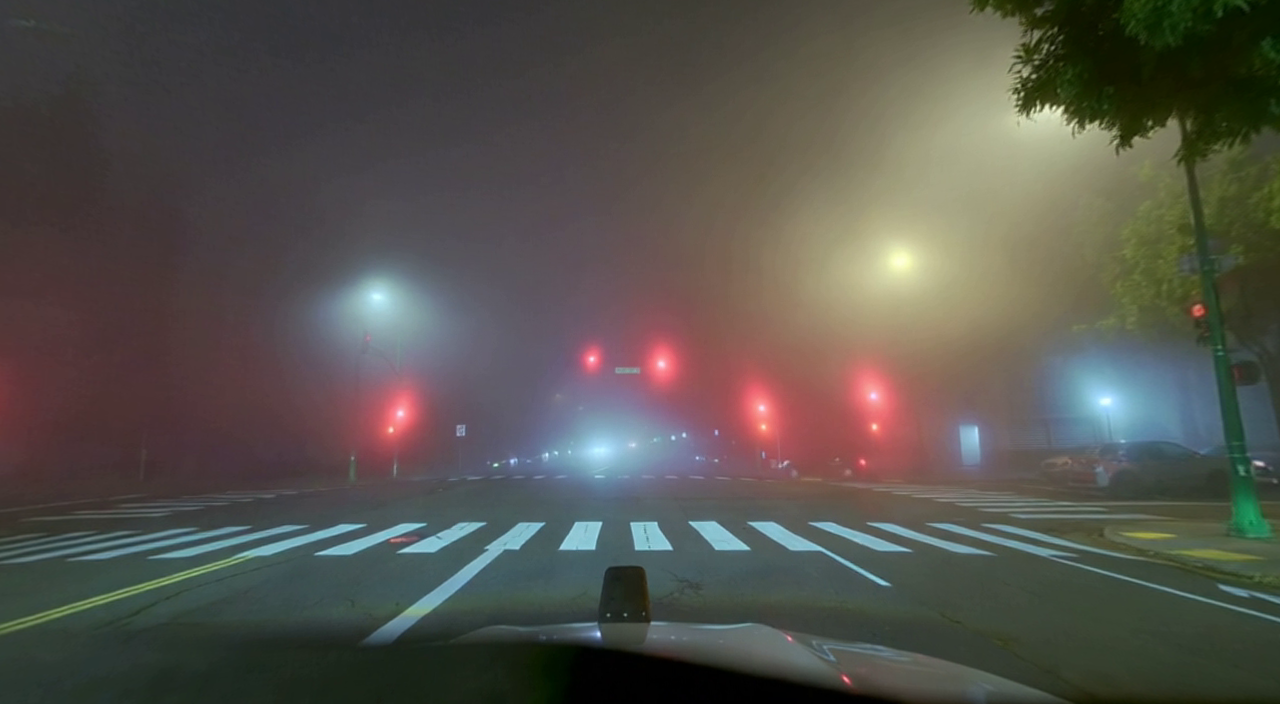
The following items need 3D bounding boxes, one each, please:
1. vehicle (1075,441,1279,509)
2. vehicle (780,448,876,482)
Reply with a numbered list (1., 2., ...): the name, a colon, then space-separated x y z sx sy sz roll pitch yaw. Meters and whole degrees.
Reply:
1. vehicle: 12.997 2.787 14.553 4.424 1.436 1.804 -1 -9 5
2. vehicle: 9.278 5.570 31.259 4.368 1.522 1.972 -3 -9 18
